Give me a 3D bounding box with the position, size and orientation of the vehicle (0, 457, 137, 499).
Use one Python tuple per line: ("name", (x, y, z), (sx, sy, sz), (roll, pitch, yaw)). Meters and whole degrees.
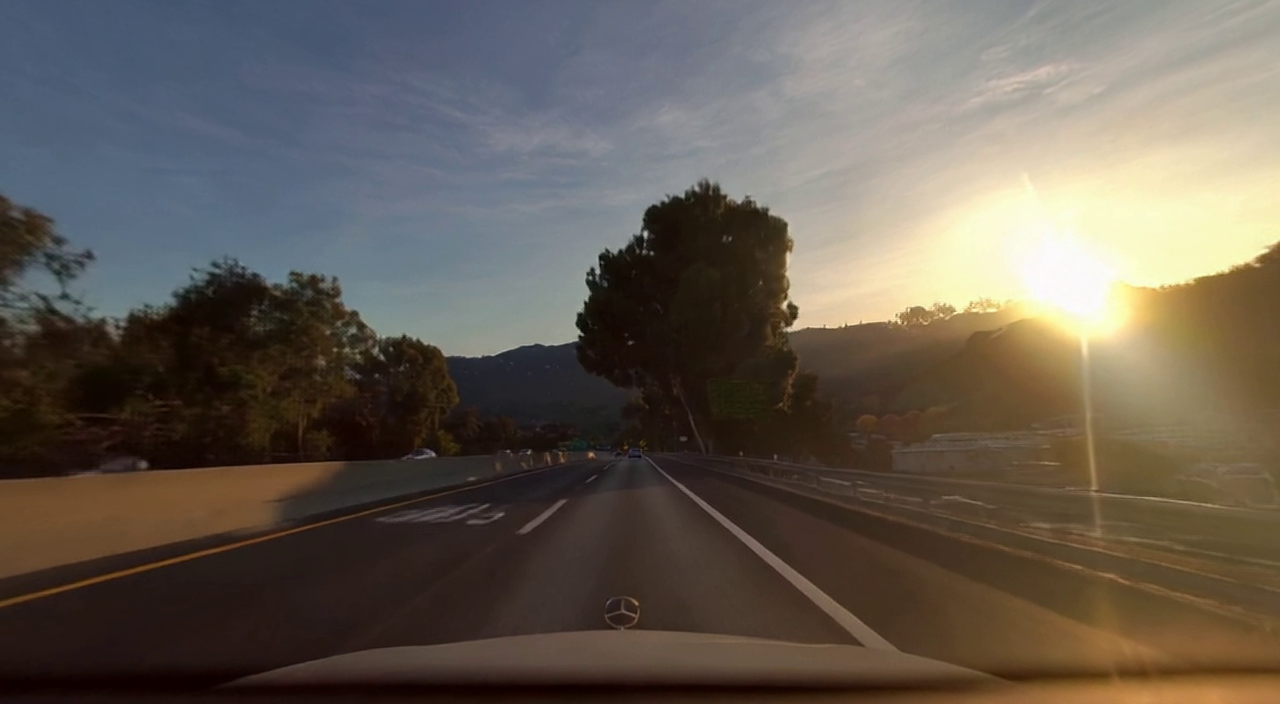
("vehicle", (-25.642, 5.598, 28.468), (2.148, 1.683, 4.511), (0, -9, 0))
